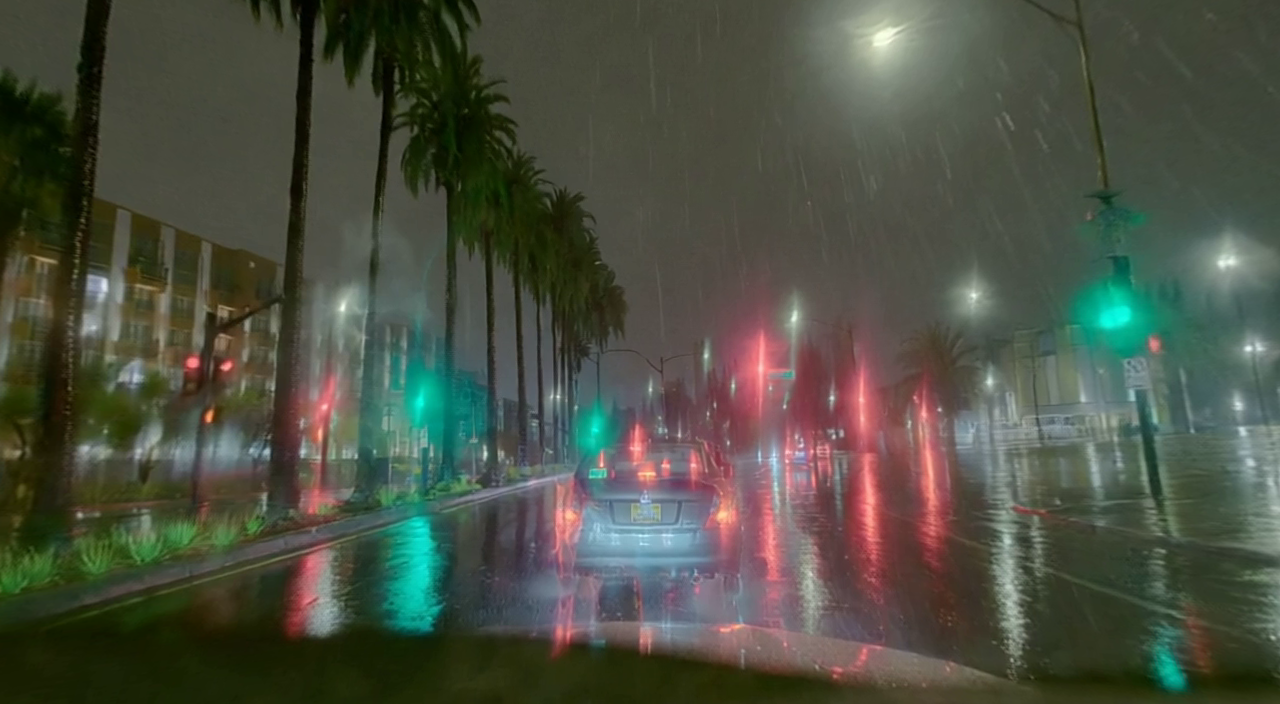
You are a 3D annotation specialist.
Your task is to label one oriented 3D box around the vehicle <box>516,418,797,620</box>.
[{"bbox_3d":[0.148,1.555,6.825,2.096,1.492,4.071,0,-9,1],"label":"vehicle"}]
